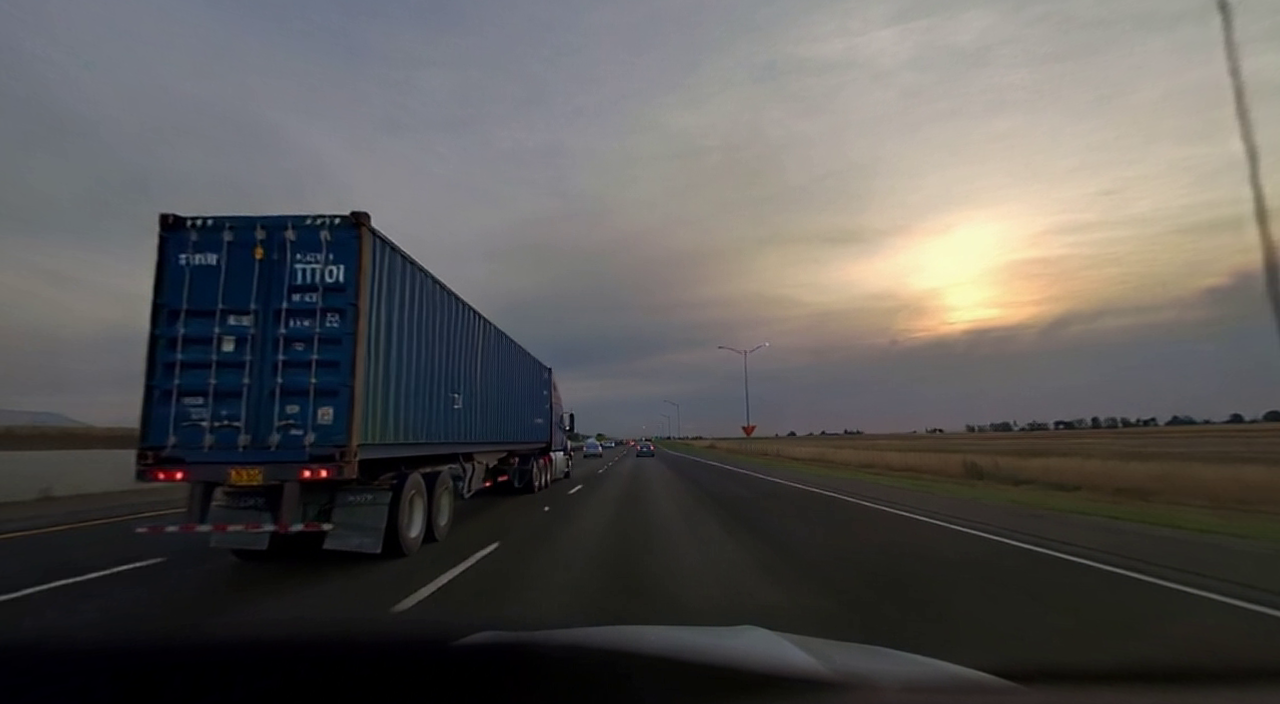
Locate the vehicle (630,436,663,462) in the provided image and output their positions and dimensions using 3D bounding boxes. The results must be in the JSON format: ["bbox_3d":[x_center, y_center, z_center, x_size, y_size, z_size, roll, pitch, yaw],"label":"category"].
[{"bbox_3d":[0.411,6.718,43.706,2.136,1.718,4.157,0,-8,0],"label":"vehicle"}]

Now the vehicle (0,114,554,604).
[{"bbox_3d":[-4.027,0.915,11.781,2.840,4.032,13.388,0,-8,0],"label":"vehicle"}]
